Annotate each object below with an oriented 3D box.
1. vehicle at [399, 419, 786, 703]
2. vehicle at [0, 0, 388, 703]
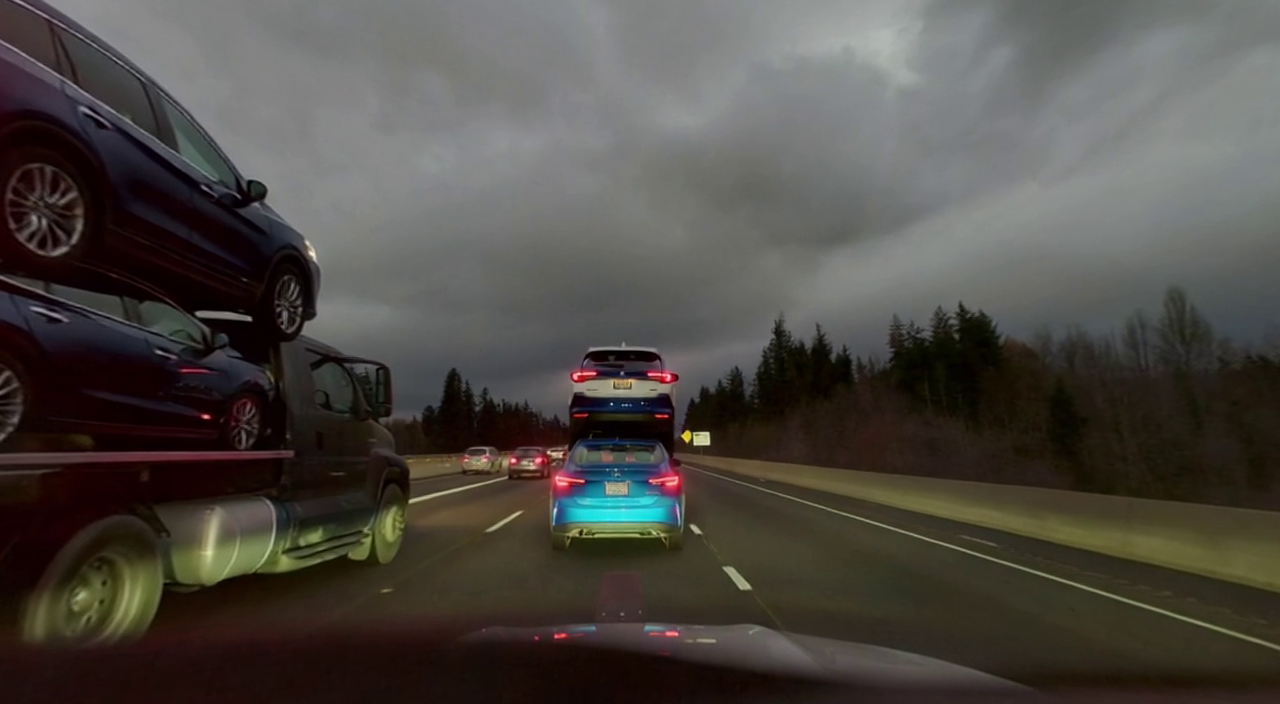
[{"bbox_3d":[-0.273,1.378,5.027,1.991,1.507,3.391,0,-9,-1],"label":"vehicle"},{"bbox_3d":[-4.526,-0.464,0.625,2.836,4.059,14.286,0,-9,-1],"label":"vehicle"}]
